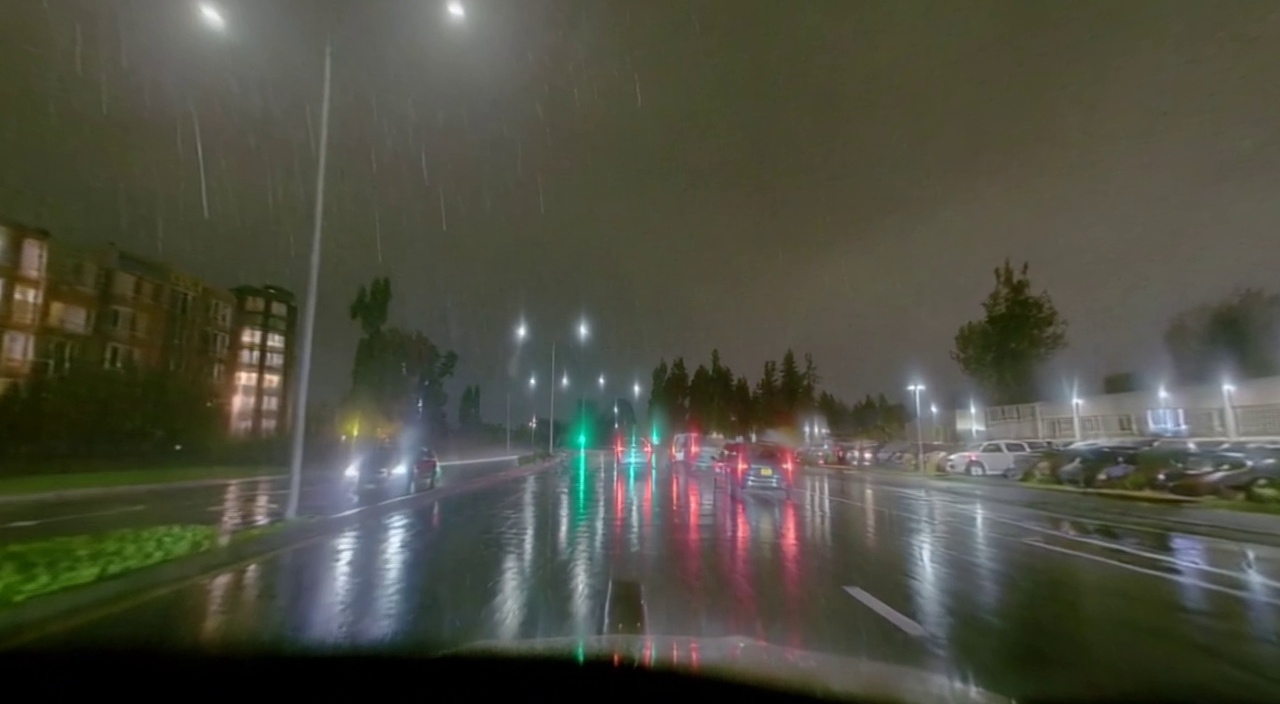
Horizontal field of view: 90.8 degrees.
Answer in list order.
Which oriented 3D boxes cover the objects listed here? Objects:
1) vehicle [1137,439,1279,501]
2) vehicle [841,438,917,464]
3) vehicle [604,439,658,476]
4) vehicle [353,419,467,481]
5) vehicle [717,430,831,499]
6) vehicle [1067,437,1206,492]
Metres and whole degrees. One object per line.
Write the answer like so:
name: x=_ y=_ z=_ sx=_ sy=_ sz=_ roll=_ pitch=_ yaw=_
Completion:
vehicle: x=17.249 y=3.477 z=19.105 sx=4.326 sy=1.634 sz=2.115 roll=6 pitch=-10 yaw=-34
vehicle: x=17.722 y=7.360 z=46.996 sx=4.749 sy=1.797 sz=2.120 roll=0 pitch=-8 yaw=-2
vehicle: x=-0.397 y=4.435 z=26.830 sx=2.095 sy=1.456 sz=3.873 roll=0 pitch=-8 yaw=-1
vehicle: x=-8.742 y=3.816 z=24.795 sx=2.285 sy=2.106 sz=5.836 roll=0 pitch=-8 yaw=0
vehicle: x=3.452 y=2.990 z=17.223 sx=2.041 sy=1.611 sz=4.426 roll=0 pitch=-8 yaw=-1
vehicle: x=17.461 y=3.890 z=22.196 sx=4.650 sy=1.717 sz=2.258 roll=5 pitch=-10 yaw=-32
